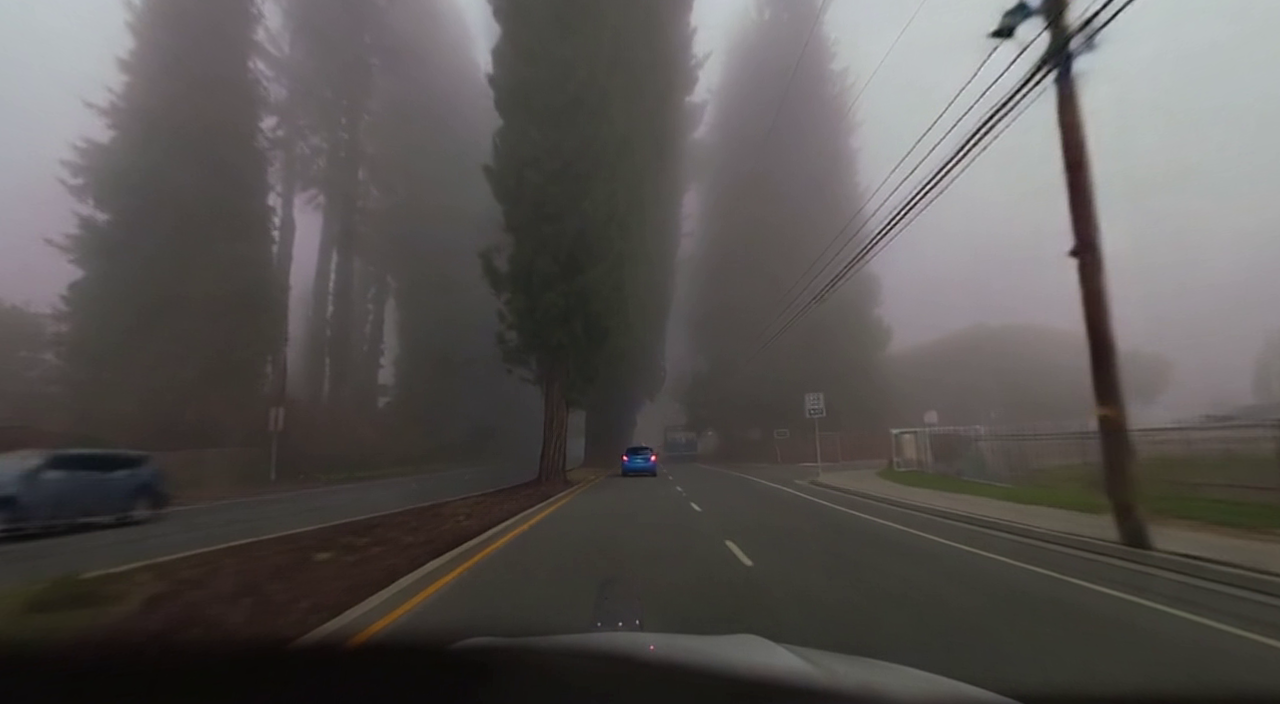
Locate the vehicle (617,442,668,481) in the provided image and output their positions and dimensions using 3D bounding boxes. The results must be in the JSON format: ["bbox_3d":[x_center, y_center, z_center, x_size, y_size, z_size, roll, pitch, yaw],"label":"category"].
[{"bbox_3d":[0.077,4.643,27.091,2.018,1.511,3.993,0,-9,0],"label":"vehicle"}]

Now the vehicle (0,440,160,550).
[{"bbox_3d":[-11.449,2.492,11.371,1.951,1.795,4.579,0,-9,0],"label":"vehicle"}]
